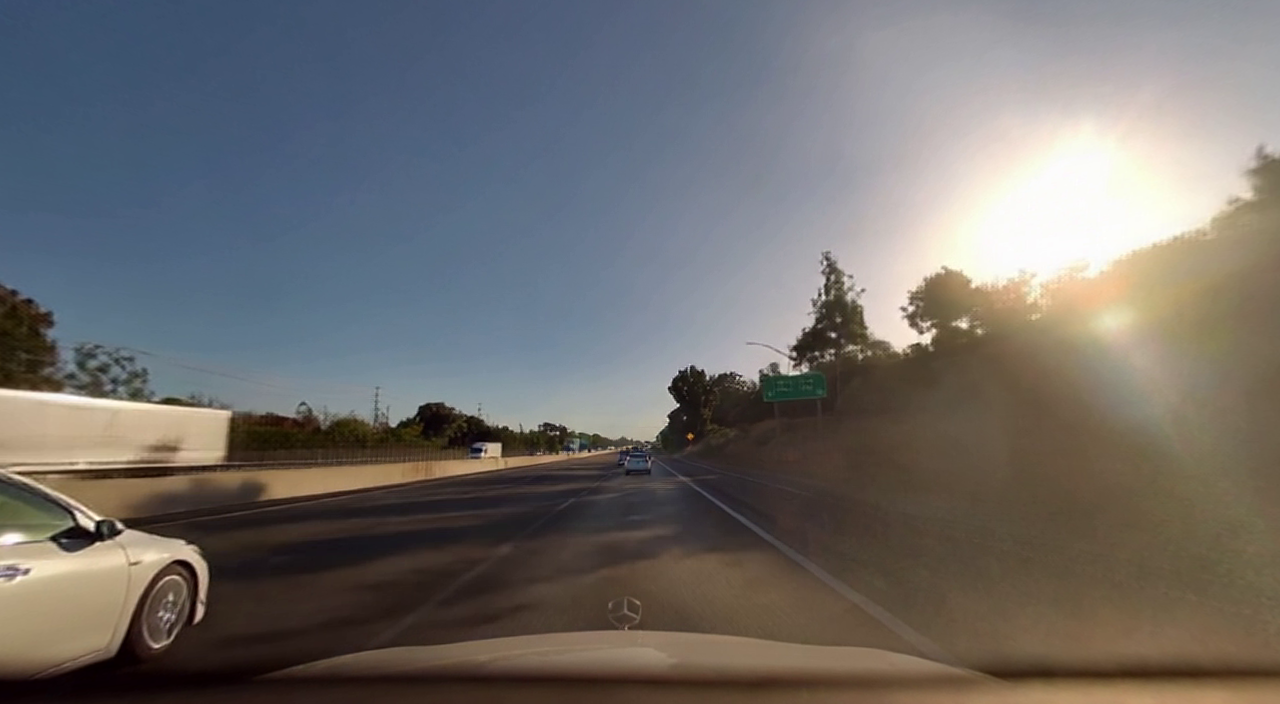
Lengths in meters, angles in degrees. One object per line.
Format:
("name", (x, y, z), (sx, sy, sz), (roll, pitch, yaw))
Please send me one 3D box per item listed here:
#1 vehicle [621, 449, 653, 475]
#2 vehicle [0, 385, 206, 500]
("vehicle", (-0.160, 6.765, 38.938), (1.908, 1.515, 3.871), (0, -9, 0))
("vehicle", (-23.156, 3.446, 23.814), (2.903, 3.856, 14.989), (0, -9, 0))
